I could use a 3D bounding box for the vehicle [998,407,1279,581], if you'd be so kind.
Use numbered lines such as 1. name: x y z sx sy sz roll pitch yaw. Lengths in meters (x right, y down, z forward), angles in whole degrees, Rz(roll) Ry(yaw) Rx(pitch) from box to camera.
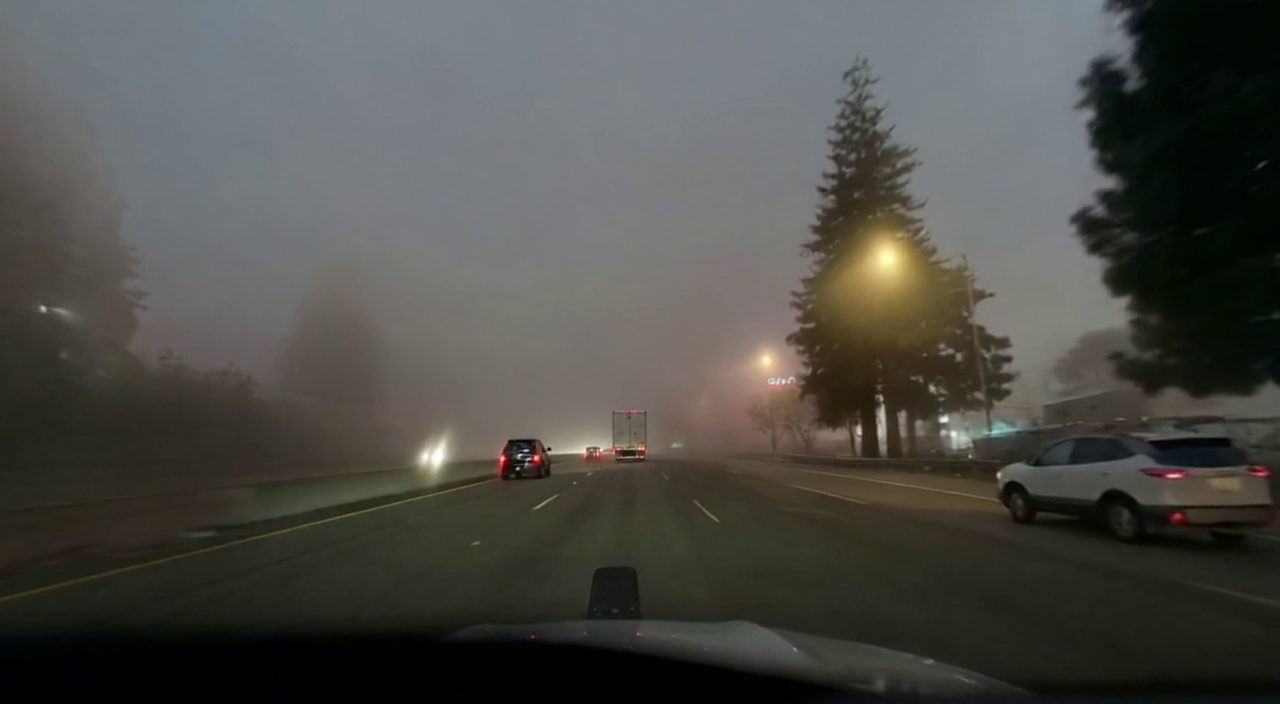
1. vehicle: 6.956 1.697 8.320 1.928 1.686 4.182 0 -9 -1

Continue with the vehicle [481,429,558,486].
1. vehicle: -4.460 4.006 24.196 2.095 1.930 4.680 0 -9 -1
